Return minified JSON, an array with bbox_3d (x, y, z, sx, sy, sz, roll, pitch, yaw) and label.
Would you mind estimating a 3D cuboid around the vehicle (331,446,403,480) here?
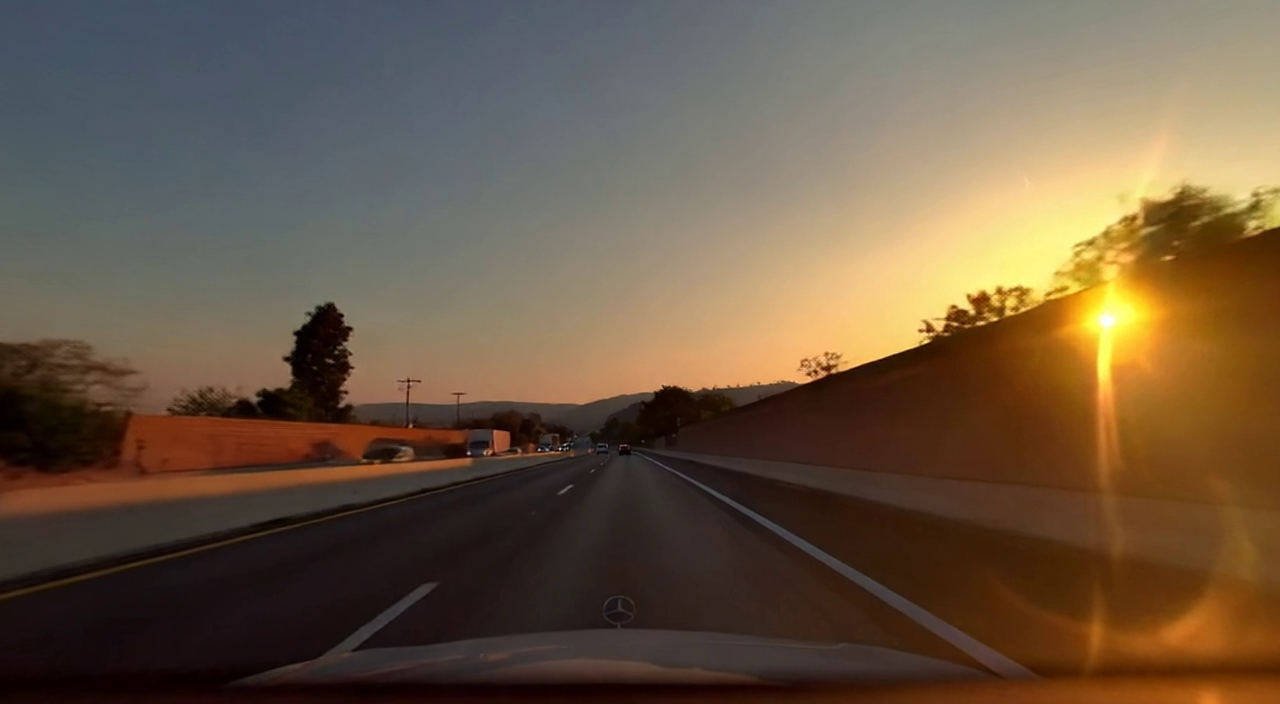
[{"bbox_3d":[-13.565,5.521,31.371,1.883,1.562,4.072,0,-9,-2],"label":"vehicle"}]
